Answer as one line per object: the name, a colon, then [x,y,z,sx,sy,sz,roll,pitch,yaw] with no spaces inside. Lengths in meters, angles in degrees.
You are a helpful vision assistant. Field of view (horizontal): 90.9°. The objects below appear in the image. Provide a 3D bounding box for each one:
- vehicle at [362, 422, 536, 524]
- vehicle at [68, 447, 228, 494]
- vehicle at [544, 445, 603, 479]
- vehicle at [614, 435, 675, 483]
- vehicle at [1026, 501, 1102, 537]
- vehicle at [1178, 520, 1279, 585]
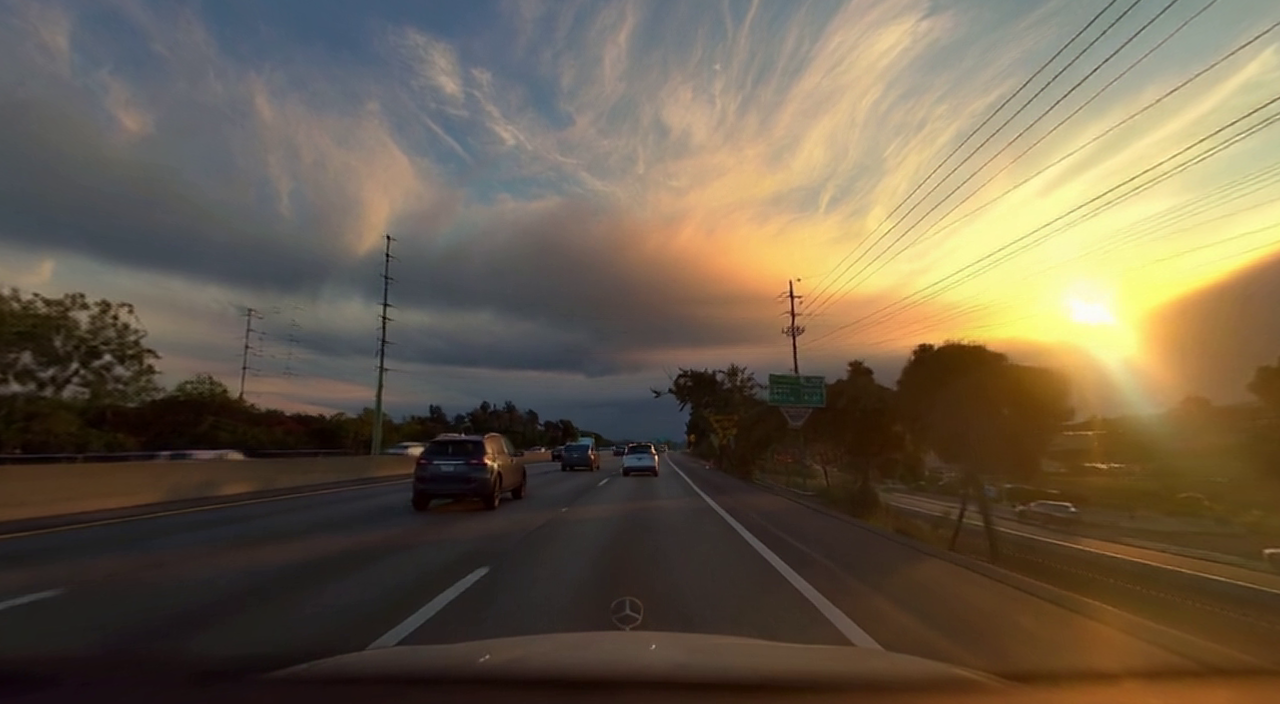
vehicle: [-3.707,2.451,13.282,2.104,1.754,4.515,0,-9,2]
vehicle: [-16.788,4.018,21.875,1.839,1.451,4.462,0,-9,2]
vehicle: [-3.042,5.139,29.817,2.092,1.464,4.466,0,-9,2]
vehicle: [0.219,4.413,26.324,2.319,1.813,4.274,0,-9,2]
vehicle: [24.730,9.733,36.979,1.985,1.513,4.339,-1,-8,9]
vehicle: [22.477,7.259,22.988,1.826,1.625,4.758,-1,-9,6]
